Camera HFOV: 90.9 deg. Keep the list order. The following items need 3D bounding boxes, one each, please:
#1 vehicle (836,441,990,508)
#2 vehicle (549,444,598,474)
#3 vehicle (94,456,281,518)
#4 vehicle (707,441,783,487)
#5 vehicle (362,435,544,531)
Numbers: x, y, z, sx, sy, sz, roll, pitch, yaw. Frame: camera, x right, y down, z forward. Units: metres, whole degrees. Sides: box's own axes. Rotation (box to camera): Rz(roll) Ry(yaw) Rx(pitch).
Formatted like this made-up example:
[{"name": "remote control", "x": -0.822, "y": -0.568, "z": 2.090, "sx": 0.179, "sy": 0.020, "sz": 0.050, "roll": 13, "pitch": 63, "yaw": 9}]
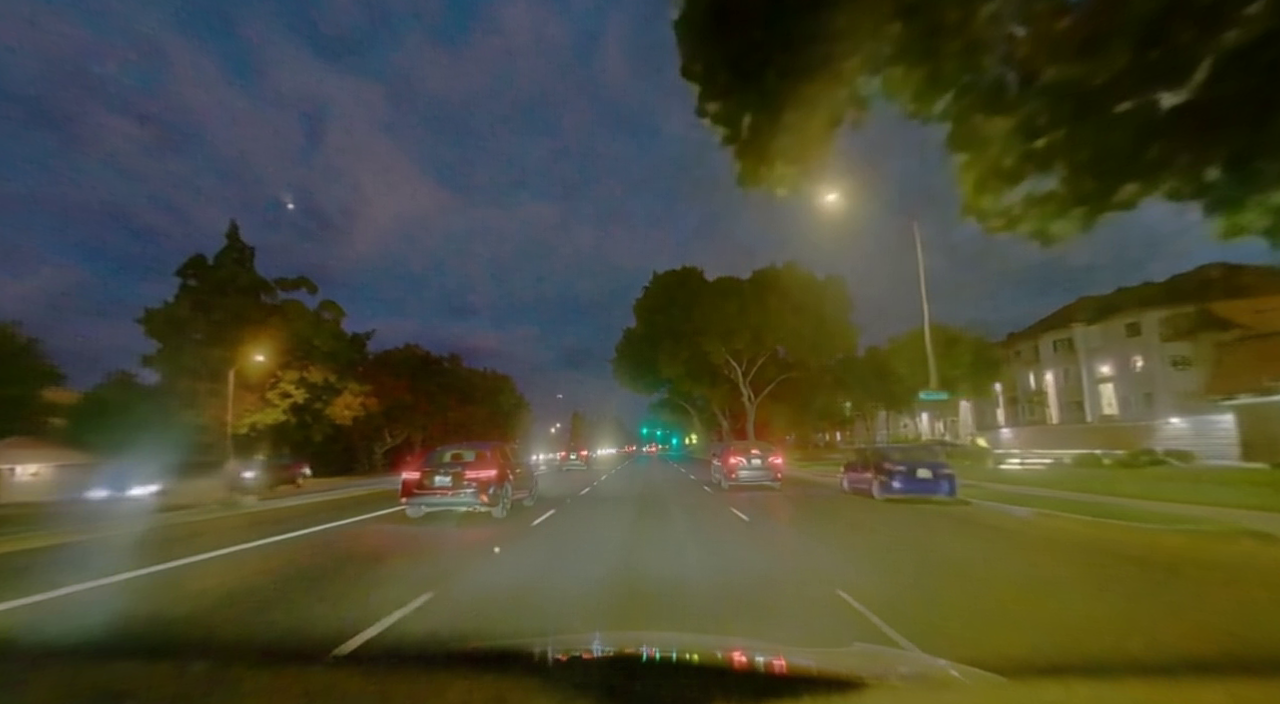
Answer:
[{"name": "vehicle", "x": 6.558, "y": 2.963, "z": 15.745, "sx": 1.912, "sy": 1.433, "sz": 4.265, "roll": 0, "pitch": -9, "yaw": 0}, {"name": "vehicle", "x": -3.476, "y": 5.675, "z": 33.734, "sx": 1.988, "sy": 1.497, "sz": 4.404, "roll": 0, "pitch": -9, "yaw": 2}, {"name": "vehicle", "x": -12.657, "y": 3.760, "z": 18.096, "sx": 1.929, "sy": 1.482, "sz": 4.518, "roll": 0, "pitch": -9, "yaw": 2}, {"name": "vehicle", "x": 3.675, "y": 3.992, "z": 22.865, "sx": 2.010, "sy": 1.486, "sz": 4.498, "roll": 0, "pitch": -9, "yaw": 0}, {"name": "vehicle", "x": -3.272, "y": 2.395, "z": 12.114, "sx": 2.053, "sy": 1.480, "sz": 4.381, "roll": 0, "pitch": -9, "yaw": 2}]
